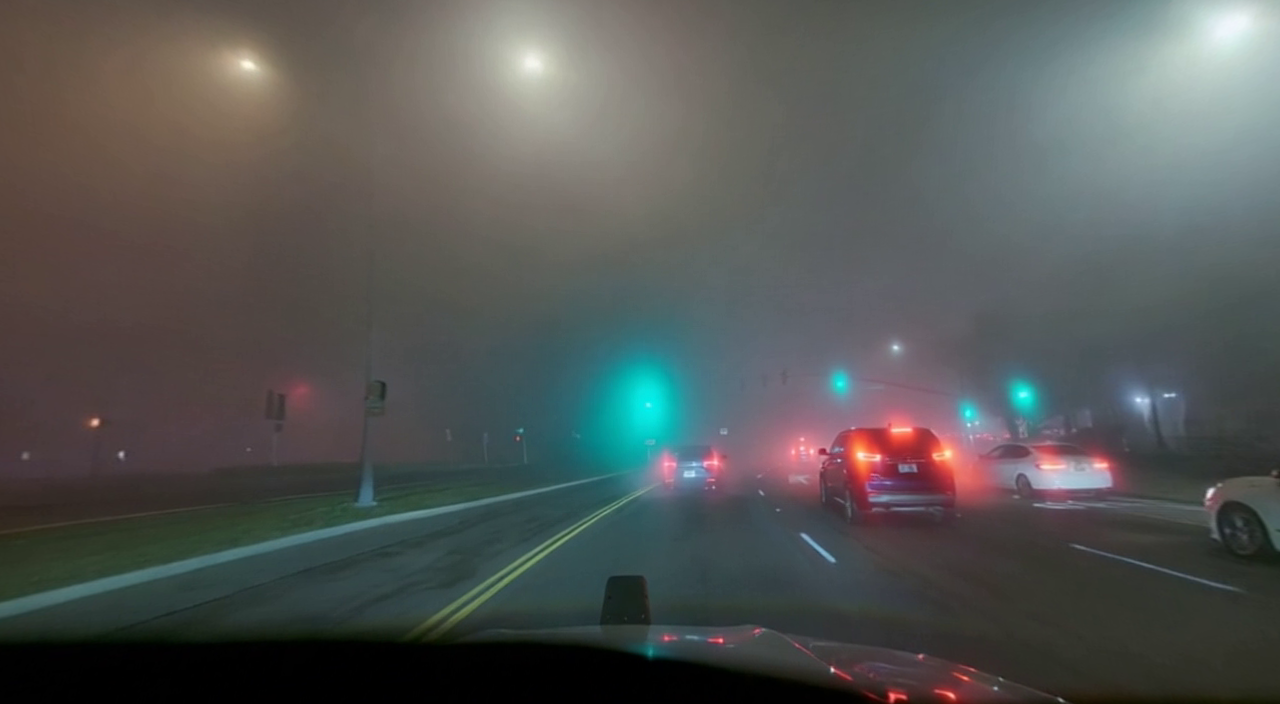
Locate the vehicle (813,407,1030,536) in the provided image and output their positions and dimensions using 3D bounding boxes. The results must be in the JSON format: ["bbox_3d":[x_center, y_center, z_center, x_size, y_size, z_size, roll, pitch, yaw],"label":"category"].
[{"bbox_3d":[4.673,2.067,11.486,2.119,1.810,4.848,-1,-9,6],"label":"vehicle"}]

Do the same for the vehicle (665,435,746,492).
[{"bbox_3d":[2.090,3.341,19.257,2.168,1.527,4.174,-1,-9,8],"label":"vehicle"}]

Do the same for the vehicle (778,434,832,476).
[{"bbox_3d":[7.052,4.423,27.274,1.896,1.612,4.203,-2,-9,10],"label":"vehicle"}]

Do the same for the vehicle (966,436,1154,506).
[{"bbox_3d":[10.077,2.854,15.667,1.882,1.463,4.543,-1,-9,6],"label":"vehicle"}]
